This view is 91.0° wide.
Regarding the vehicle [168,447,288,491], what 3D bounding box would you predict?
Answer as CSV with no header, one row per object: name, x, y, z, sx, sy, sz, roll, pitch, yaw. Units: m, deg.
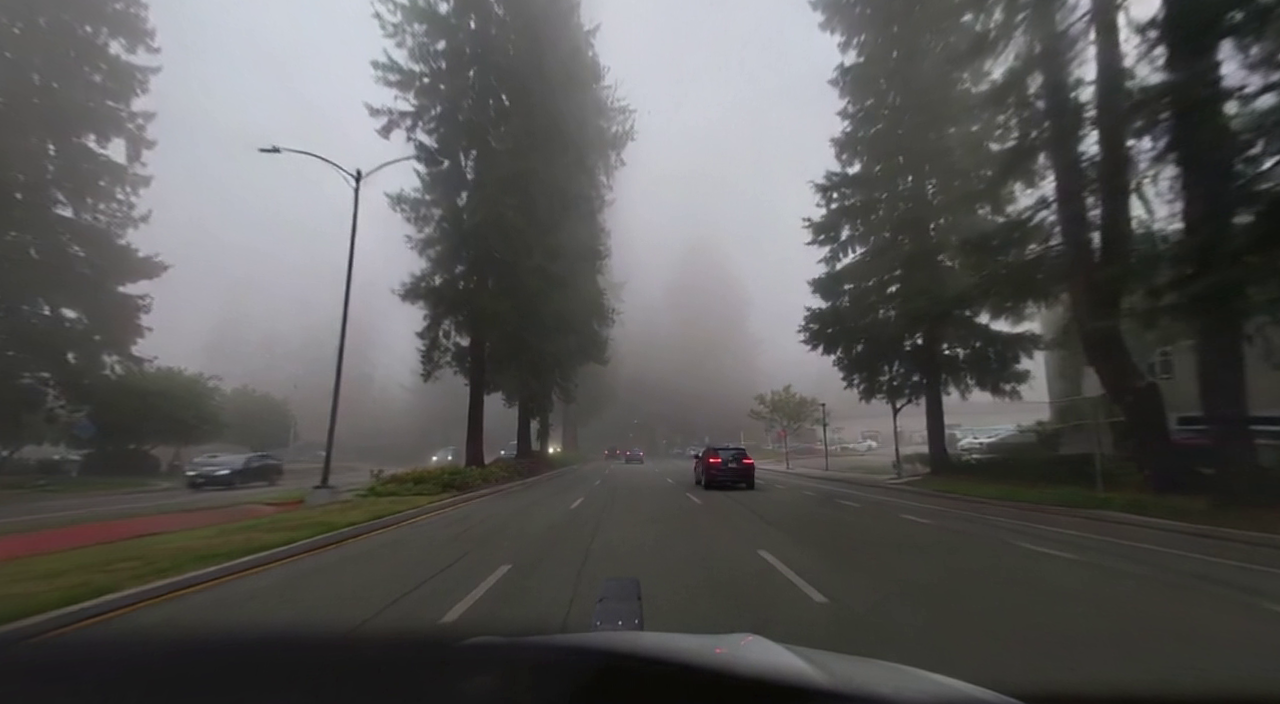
vehicle,-17.606,4.998,27.237,2.097,1.691,4.569,0,-9,0

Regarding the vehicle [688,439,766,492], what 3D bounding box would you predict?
vehicle,2.909,3.923,22.048,2.022,1.656,4.025,0,-9,-2
